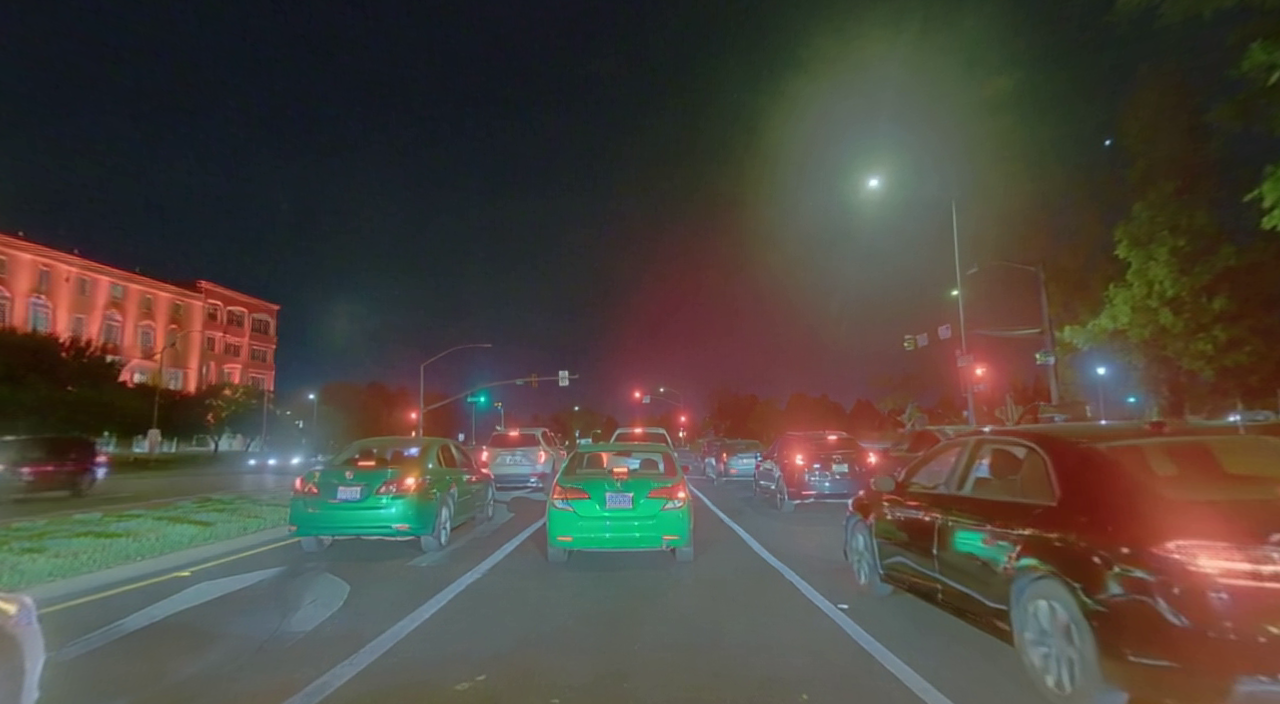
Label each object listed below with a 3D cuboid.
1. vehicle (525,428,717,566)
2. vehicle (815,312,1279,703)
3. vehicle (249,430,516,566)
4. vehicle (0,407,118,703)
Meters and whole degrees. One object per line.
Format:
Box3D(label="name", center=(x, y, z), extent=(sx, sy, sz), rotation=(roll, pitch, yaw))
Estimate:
Box3D(label="vehicle", center=(-0.206, 1.836, 8.720), extent=(2.041, 1.450, 3.847), rotation=(0, -8, 0))
Box3D(label="vehicle", center=(3.000, 1.057, 4.246), extent=(2.196, 1.676, 4.865), rotation=(0, -8, -1))
Box3D(label="vehicle", center=(-3.204, 1.888, 8.951), extent=(1.917, 1.441, 4.128), rotation=(-1, -8, 2))
Box3D(label="vehicle", center=(-3.364, 0.670, 0.544), extent=(1.863, 1.448, 4.697), rotation=(0, -8, -1))
